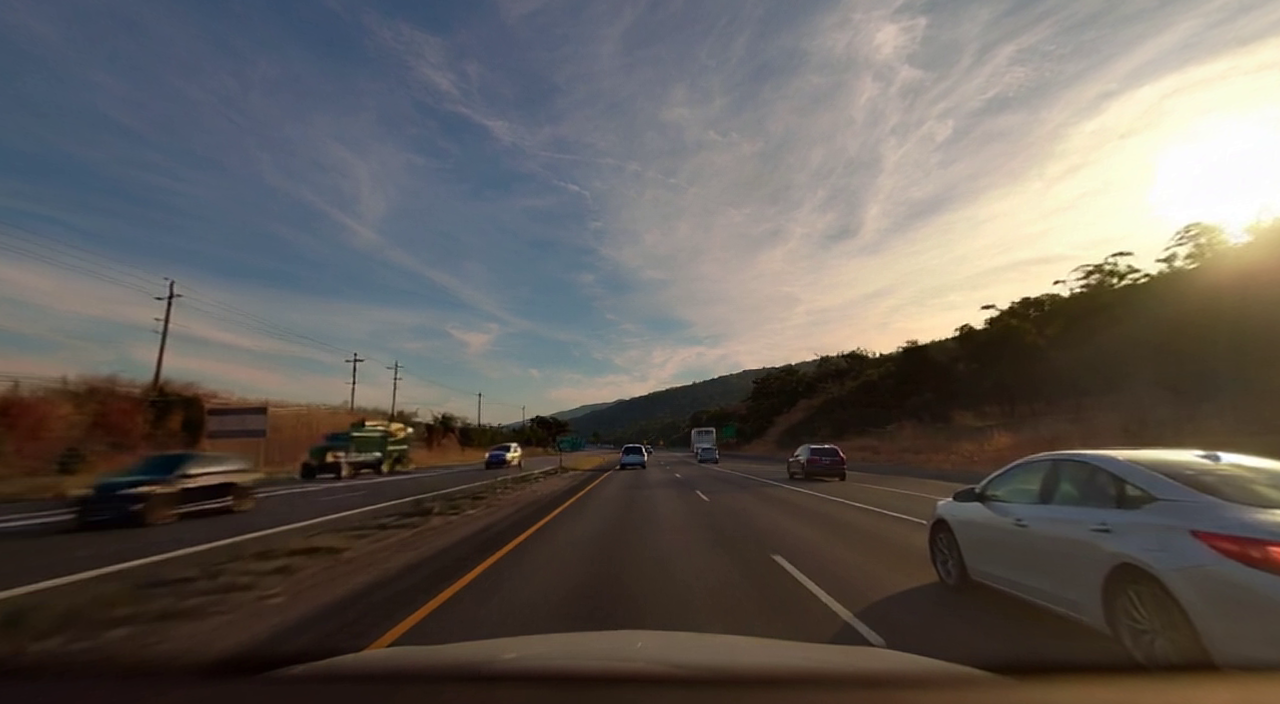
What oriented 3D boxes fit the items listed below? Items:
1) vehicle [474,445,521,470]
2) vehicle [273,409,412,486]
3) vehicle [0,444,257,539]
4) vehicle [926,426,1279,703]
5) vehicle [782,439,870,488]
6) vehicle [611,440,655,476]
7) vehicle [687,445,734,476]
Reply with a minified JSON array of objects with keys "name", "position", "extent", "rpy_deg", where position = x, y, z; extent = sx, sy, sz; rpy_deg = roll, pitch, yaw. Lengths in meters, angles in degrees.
[{"name":"vehicle","position":[-10.134,7.524,45.112],"extent":[2.156,1.644,4.489],"rpy_deg":[0,-9,2]},{"name":"vehicle","position":[-14.196,4.708,31.001],"extent":[2.881,3.266,7.898],"rpy_deg":[0,-9,1]},{"name":"vehicle","position":[-10.462,2.688,12.930],"extent":[1.965,1.542,4.905],"rpy_deg":[0,-9,2]},{"name":"vehicle","position":[3.503,1.188,3.442],"extent":[2.004,1.471,4.032],"rpy_deg":[0,-9,1]},{"name":"vehicle","position":[6.872,4.158,23.799],"extent":[1.975,1.650,4.257],"rpy_deg":[0,-9,0]},{"name":"vehicle","position":[-0.317,5.535,33.166],"extent":[2.142,1.724,4.344],"rpy_deg":[0,-9,1]},{"name":"vehicle","position":[3.768,5.885,34.332],"extent":[2.047,1.540,4.294],"rpy_deg":[0,-9,0]}]
